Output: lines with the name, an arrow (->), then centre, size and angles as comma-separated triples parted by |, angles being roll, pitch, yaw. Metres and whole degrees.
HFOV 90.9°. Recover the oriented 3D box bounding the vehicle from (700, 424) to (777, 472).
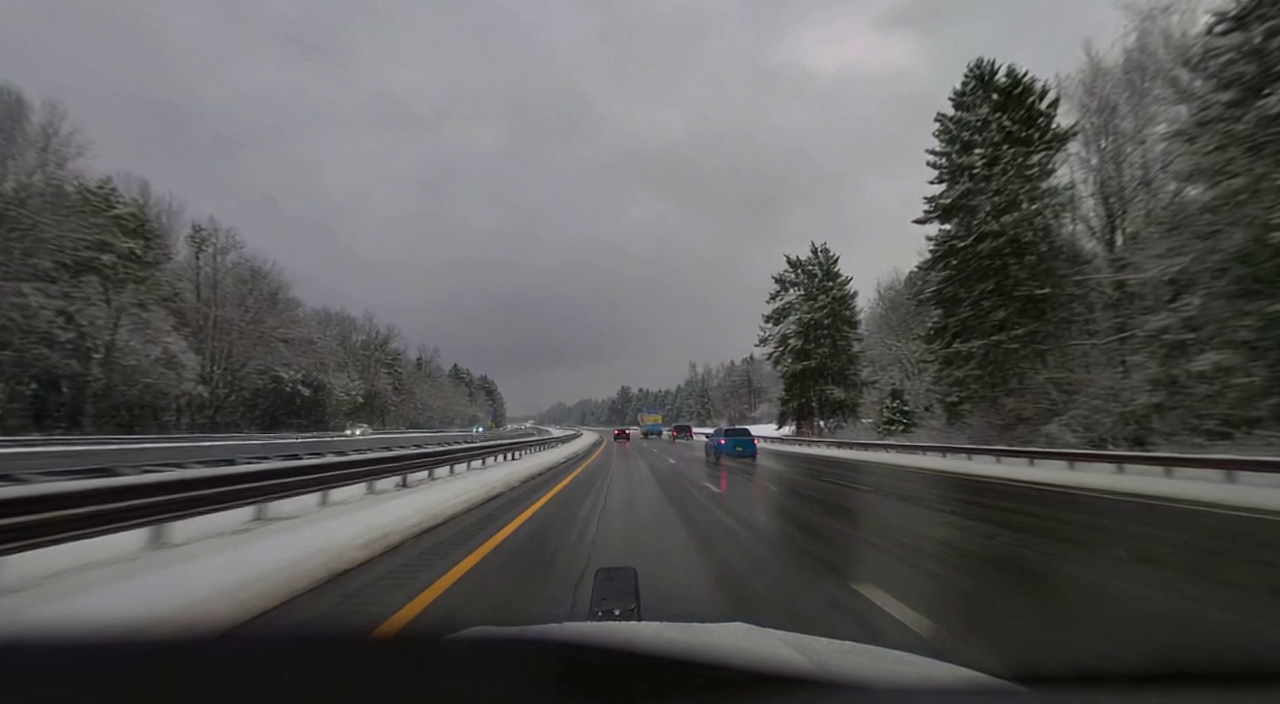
vehicle -> 3.472, 3.462, 22.937 | 2.002, 1.569, 3.845 | 0, -8, -2
